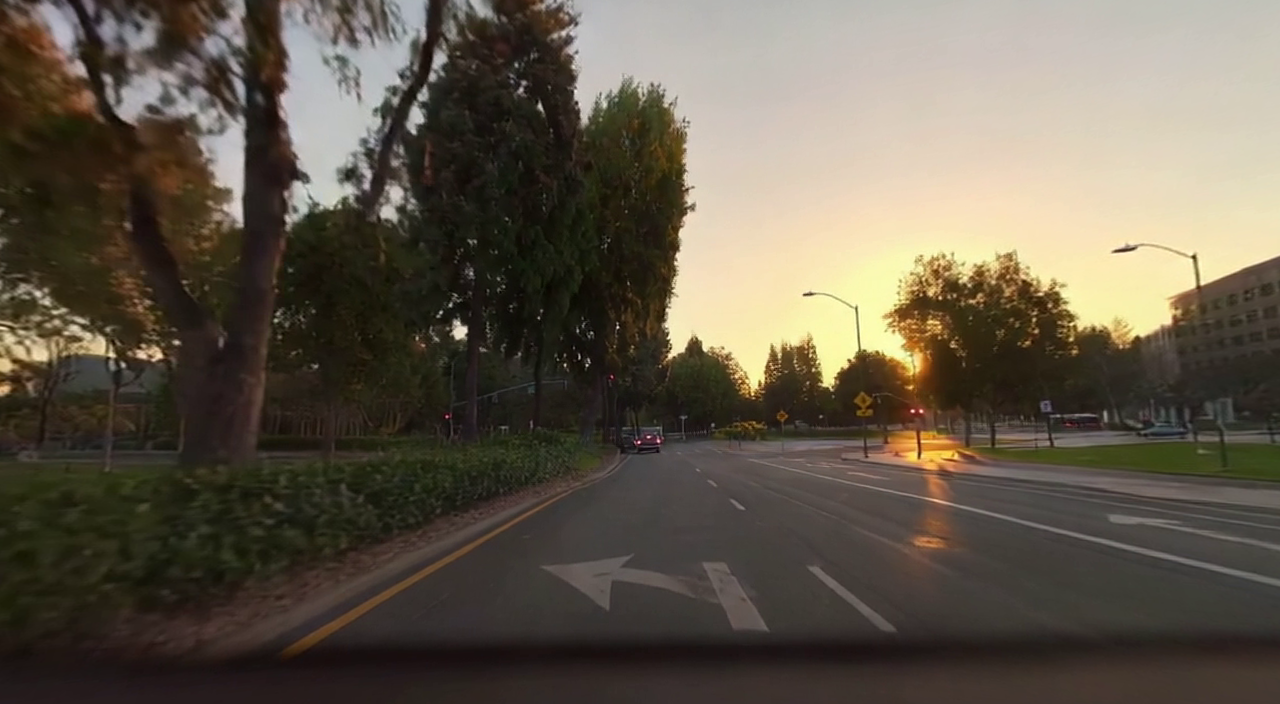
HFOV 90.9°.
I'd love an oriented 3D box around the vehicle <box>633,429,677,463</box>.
[{"bbox_3d":[0.844,5.232,35.025,2.298,1.770,4.138,0,-8,2],"label":"vehicle"}]
